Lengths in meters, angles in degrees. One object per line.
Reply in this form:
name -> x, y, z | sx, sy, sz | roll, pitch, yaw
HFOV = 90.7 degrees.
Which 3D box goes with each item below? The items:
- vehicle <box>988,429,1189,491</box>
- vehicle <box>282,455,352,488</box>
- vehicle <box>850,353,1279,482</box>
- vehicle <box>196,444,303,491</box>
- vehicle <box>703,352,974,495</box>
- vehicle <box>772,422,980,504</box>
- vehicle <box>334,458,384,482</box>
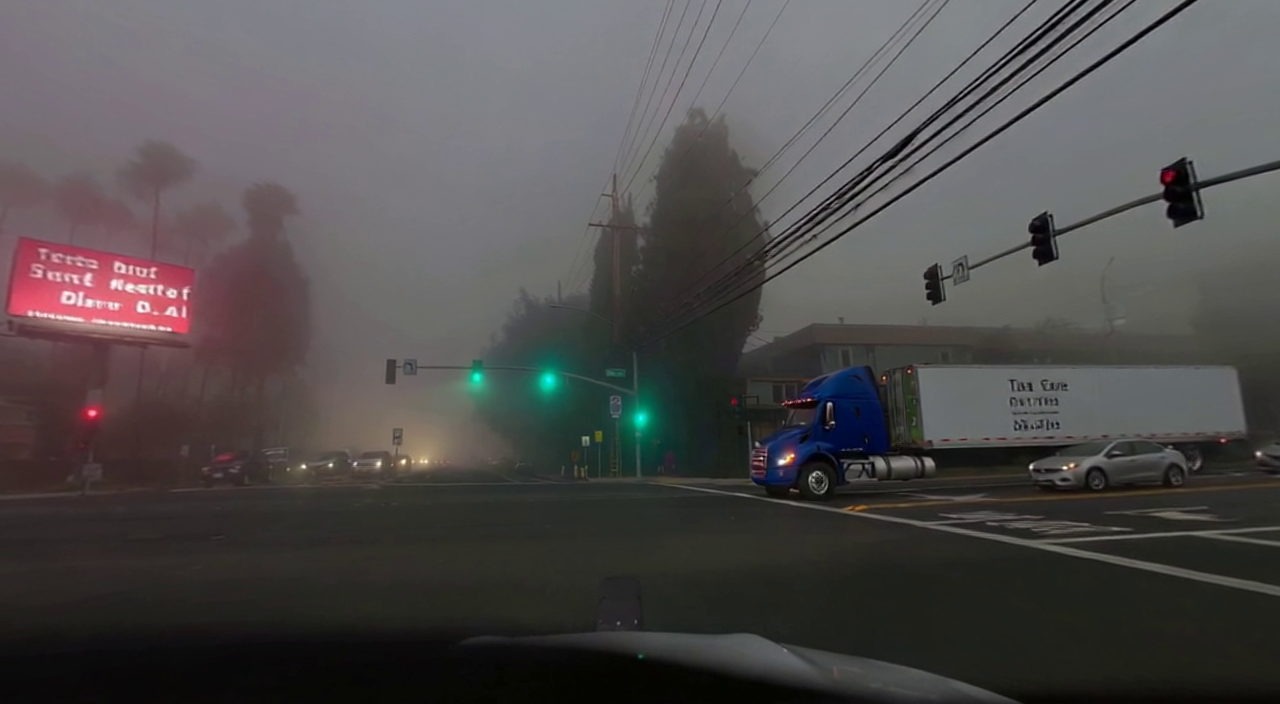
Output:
vehicle -> 13.715, 3.301, 19.481 | 4.958, 1.510, 1.949 | -2, -10, -10
vehicle -> -19.117, 7.035, 37.712 | 2.028, 1.744, 4.876 | 1, -9, -6
vehicle -> 16.504, 2.508, 23.624 | 17.071, 4.151, 2.876 | 1, -9, -12
vehicle -> -23.560, 6.957, 38.657 | 2.989, 2.573, 6.053 | 0, -9, -5
vehicle -> 6.551, 2.465, 21.596 | 8.167, 4.352, 3.029 | 1, -9, -11
vehicle -> 6.745, 3.198, 18.354 | 5.079, 1.893, 2.200 | -2, -10, -12
vehicle -> -20.259, 8.518, 45.880 | 1.834, 1.521, 4.970 | 1, -9, -6
